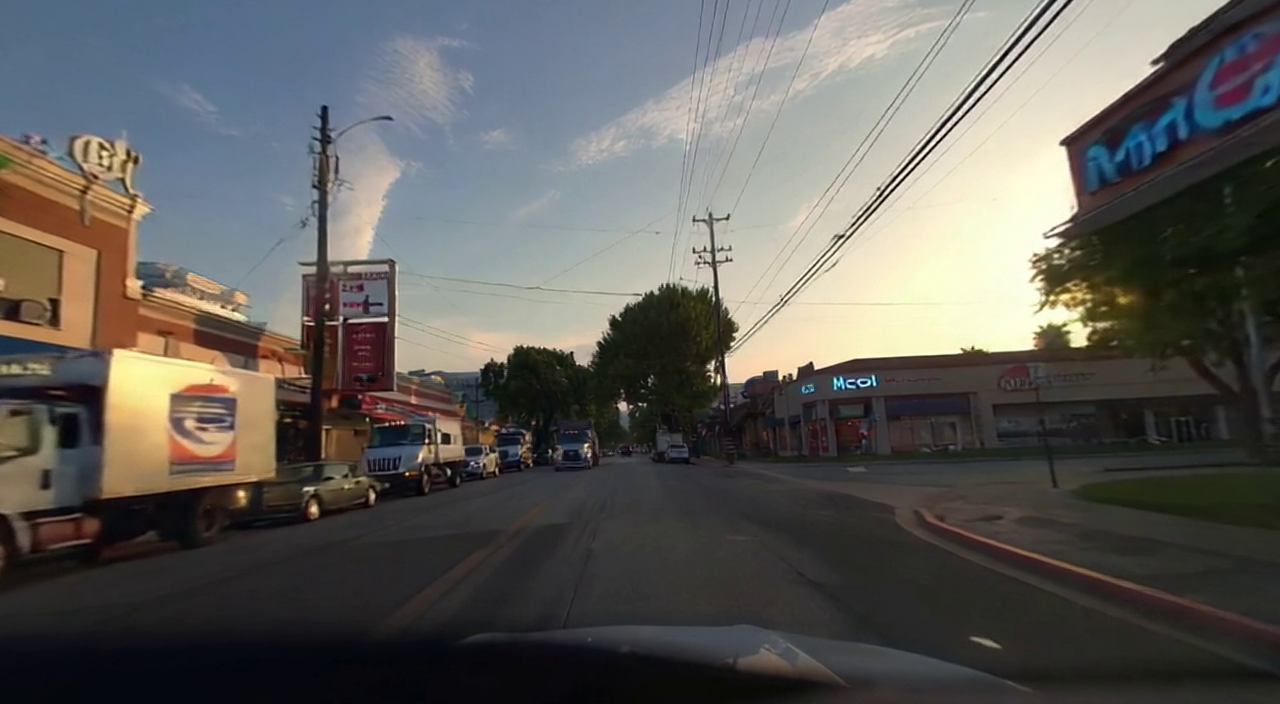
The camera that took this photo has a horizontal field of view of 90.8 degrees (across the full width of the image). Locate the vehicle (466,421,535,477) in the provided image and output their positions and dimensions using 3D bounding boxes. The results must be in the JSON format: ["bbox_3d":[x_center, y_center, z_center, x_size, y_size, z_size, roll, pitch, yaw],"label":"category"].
[{"bbox_3d":[-8.704,6.152,40.312,2.745,3.157,7.388,-1,-8,0],"label":"vehicle"}]

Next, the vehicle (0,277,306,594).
[{"bbox_3d":[-8.359,1.351,9.851,2.811,3.398,6.693,-3,-7,-1],"label":"vehicle"}]

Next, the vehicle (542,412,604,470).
[{"bbox_3d":[-4.192,5.995,42.298,2.994,3.308,12.131,0,-8,-1],"label":"vehicle"}]

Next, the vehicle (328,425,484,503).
[{"bbox_3d":[-8.088,3.979,23.028,2.737,2.345,7.210,-1,-8,2],"label":"vehicle"}]

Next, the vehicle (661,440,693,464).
[{"bbox_3d":[2.877,7.900,49.916,2.097,1.784,4.915,0,-8,-1],"label":"vehicle"}]
